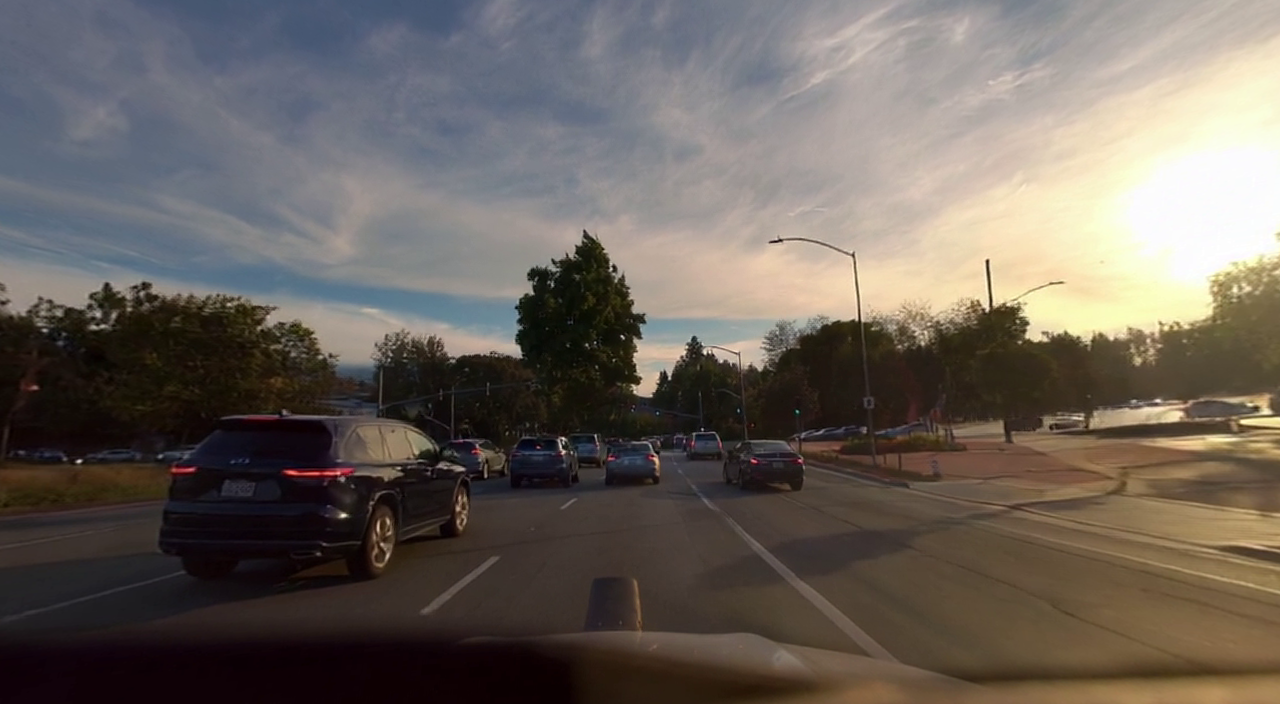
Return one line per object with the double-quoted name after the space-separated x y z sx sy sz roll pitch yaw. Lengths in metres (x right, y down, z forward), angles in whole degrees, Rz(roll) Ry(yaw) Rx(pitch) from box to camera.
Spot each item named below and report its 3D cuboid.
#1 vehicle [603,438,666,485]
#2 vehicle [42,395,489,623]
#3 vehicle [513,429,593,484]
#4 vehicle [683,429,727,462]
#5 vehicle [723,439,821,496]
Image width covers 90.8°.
-0.161 3.852 22.512 2.030 1.477 4.330 0 -8 1 "vehicle"
-3.519 1.595 7.567 2.111 1.745 5.274 0 -8 0 "vehicle"
-3.079 3.833 23.479 2.218 1.829 4.492 0 -8 2 "vehicle"
3.798 5.557 37.621 2.099 1.845 4.363 0 -8 -1 "vehicle"
3.726 3.322 18.583 1.884 1.463 4.195 0 -8 -1 "vehicle"
